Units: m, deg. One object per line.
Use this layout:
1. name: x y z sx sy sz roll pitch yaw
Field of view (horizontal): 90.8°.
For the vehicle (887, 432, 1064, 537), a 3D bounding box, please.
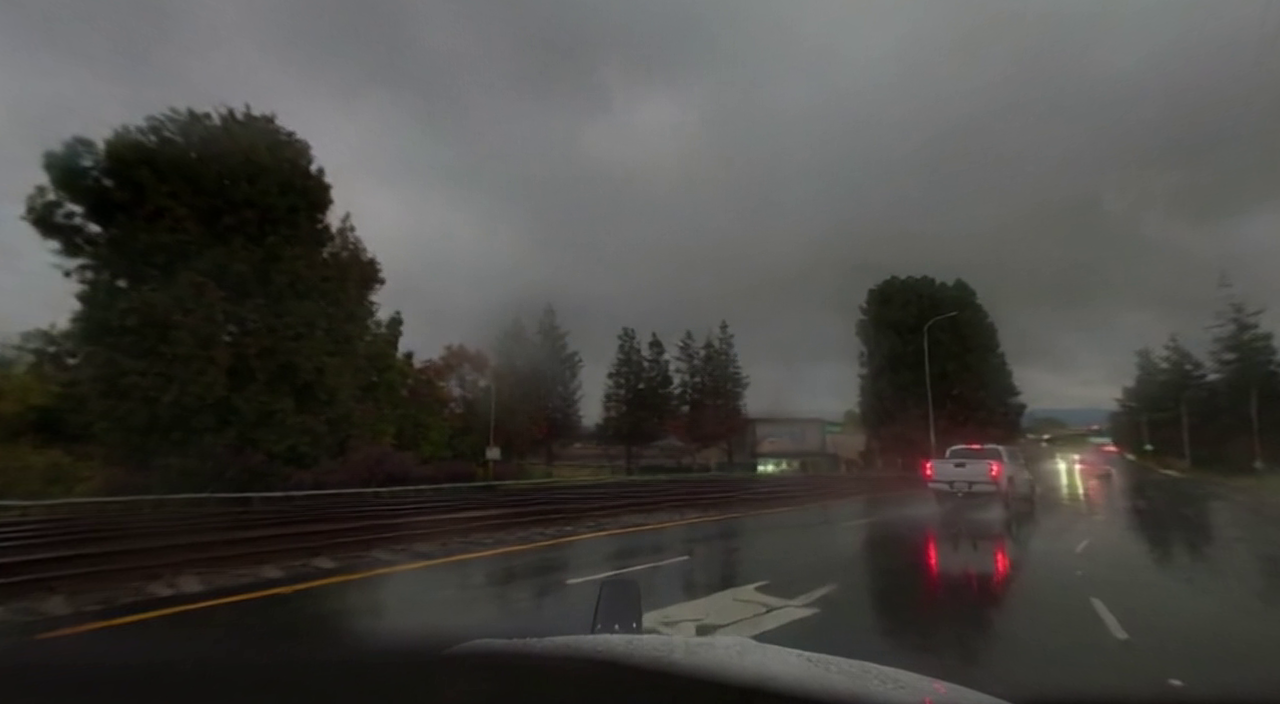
1. vehicle: 7.866 2.890 14.521 2.404 1.926 5.251 -8 -12 39
